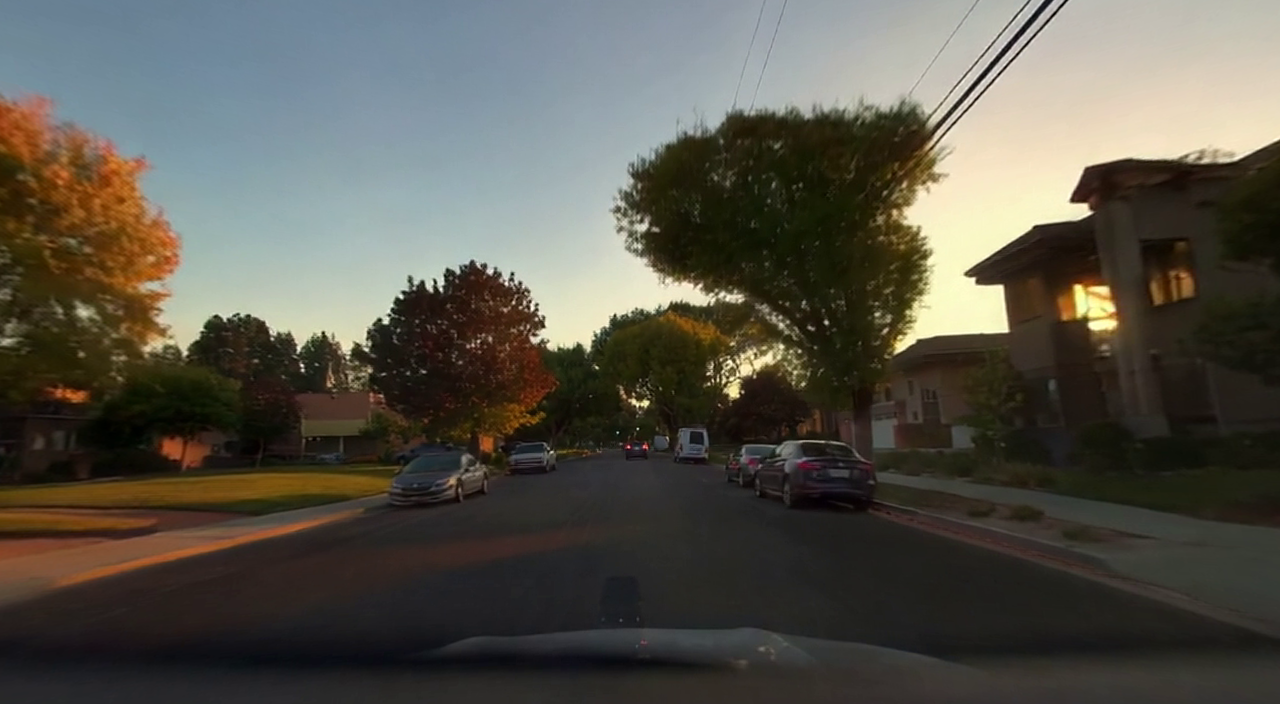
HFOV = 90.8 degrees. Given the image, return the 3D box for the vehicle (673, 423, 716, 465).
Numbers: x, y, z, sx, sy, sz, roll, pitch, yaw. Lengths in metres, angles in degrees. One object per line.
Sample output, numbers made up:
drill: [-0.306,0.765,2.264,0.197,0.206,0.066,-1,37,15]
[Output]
vehicle: [3.816,6.627,45.530,2.384,2.791,5.899,0,-8,-2]

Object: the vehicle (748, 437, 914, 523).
vehicle: [3.985,2.757,14.290,2.144,1.572,5.026,0,-8,-1]

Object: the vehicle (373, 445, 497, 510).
vehicle: [-6.120,3.756,19.693,2.094,1.433,5.740,-4,-7,-2]

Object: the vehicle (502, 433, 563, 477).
vehicle: [-6.043,5.822,36.219,2.284,2.119,5.984,-3,-7,1]

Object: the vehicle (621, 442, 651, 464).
vehicle: [-0.297,7.324,46.048,2.062,1.509,4.305,0,-8,-1]
